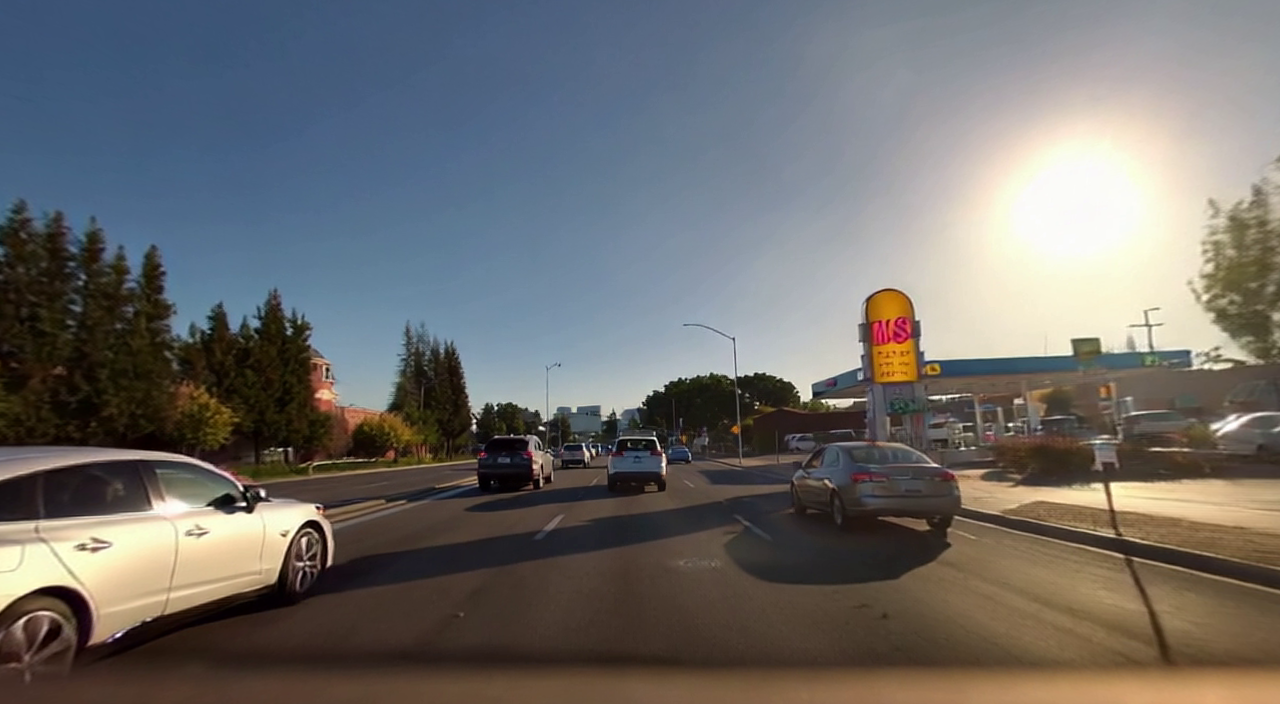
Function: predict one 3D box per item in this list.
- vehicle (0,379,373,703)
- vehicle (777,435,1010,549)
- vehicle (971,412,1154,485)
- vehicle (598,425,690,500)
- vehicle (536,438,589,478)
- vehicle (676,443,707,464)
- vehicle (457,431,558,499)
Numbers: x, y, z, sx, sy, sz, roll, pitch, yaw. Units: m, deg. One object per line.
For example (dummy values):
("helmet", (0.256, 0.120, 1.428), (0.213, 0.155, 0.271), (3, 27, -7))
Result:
("vehicle", (-3.566, 1.137, 4.132), (1.864, 1.574, 4.031), (0, -8, 0))
("vehicle", (3.826, 2.169, 10.598), (1.888, 1.456, 4.589), (0, -8, -2))
("vehicle", (11.631, 2.724, 17.896), (1.918, 1.765, 4.668), (0, -8, 0))
("vehicle", (0.071, 3.036, 17.740), (2.279, 1.803, 4.254), (0, -8, -1))
("vehicle", (-3.449, 4.780, 28.809), (1.871, 1.673, 3.920), (0, -8, 0))
("vehicle", (3.758, 7.499, 46.809), (1.926, 1.522, 3.852), (0, -8, -1))
("vehicle", (-3.639, 3.175, 18.162), (1.932, 1.695, 4.150), (0, -8, 1))
